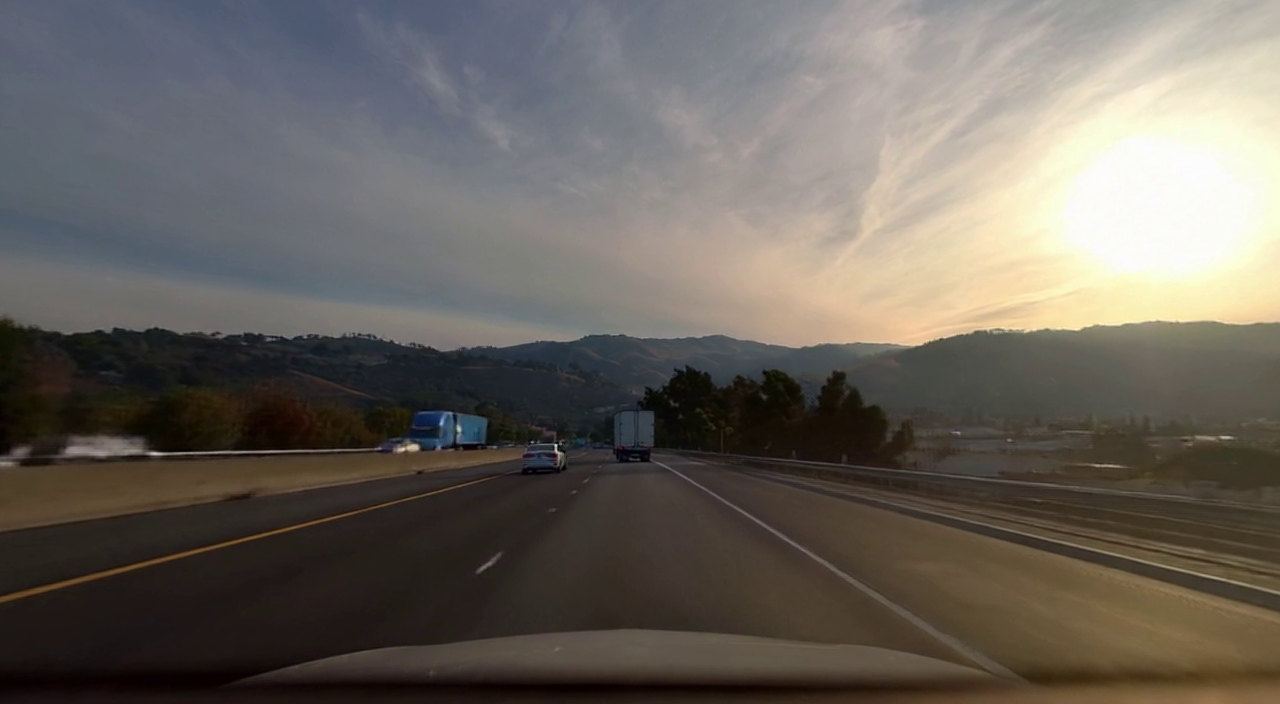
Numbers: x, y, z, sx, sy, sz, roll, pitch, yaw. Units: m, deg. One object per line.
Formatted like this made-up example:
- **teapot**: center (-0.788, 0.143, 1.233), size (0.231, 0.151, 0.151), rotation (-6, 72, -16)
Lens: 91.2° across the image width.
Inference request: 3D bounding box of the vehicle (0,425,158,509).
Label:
- **vehicle**: center (-12.695, 2.321, 12.825), size (1.998, 1.527, 4.605), rotation (0, -9, 0)

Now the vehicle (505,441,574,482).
- **vehicle**: center (-3.965, 4.422, 25.552), size (2.057, 1.519, 4.372), rotation (-1, -9, 1)

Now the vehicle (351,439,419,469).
- **vehicle**: center (-13.774, 5.550, 34.163), size (1.876, 1.486, 4.508), rotation (0, -9, 0)
